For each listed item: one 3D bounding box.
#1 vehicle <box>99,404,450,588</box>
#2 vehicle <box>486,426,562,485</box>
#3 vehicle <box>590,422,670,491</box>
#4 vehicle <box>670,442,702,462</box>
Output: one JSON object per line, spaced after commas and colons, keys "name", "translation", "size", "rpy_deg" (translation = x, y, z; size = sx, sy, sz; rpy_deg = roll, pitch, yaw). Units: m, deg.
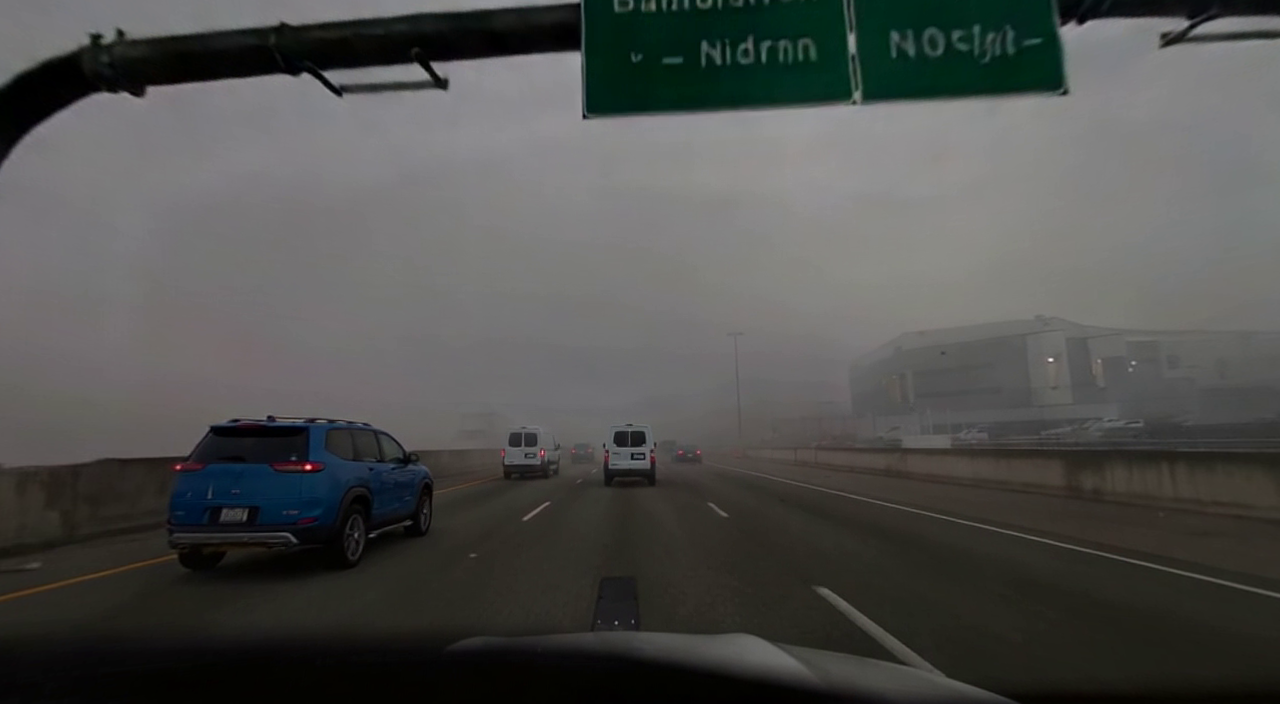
{"name": "vehicle", "translation": [-4.095, 1.661, 8.151], "size": [1.972, 1.703, 4.333], "rpy_deg": [0, -8, -1]}
{"name": "vehicle", "translation": [-4.185, 3.788, 23.382], "size": [2.038, 1.936, 4.300], "rpy_deg": [0, -8, -1]}
{"name": "vehicle", "translation": [-0.340, 3.316, 20.332], "size": [2.304, 1.925, 4.282], "rpy_deg": [0, -8, -1]}
{"name": "vehicle", "translation": [3.502, 7.663, 48.448], "size": [1.999, 1.494, 3.833], "rpy_deg": [0, -8, -2]}
